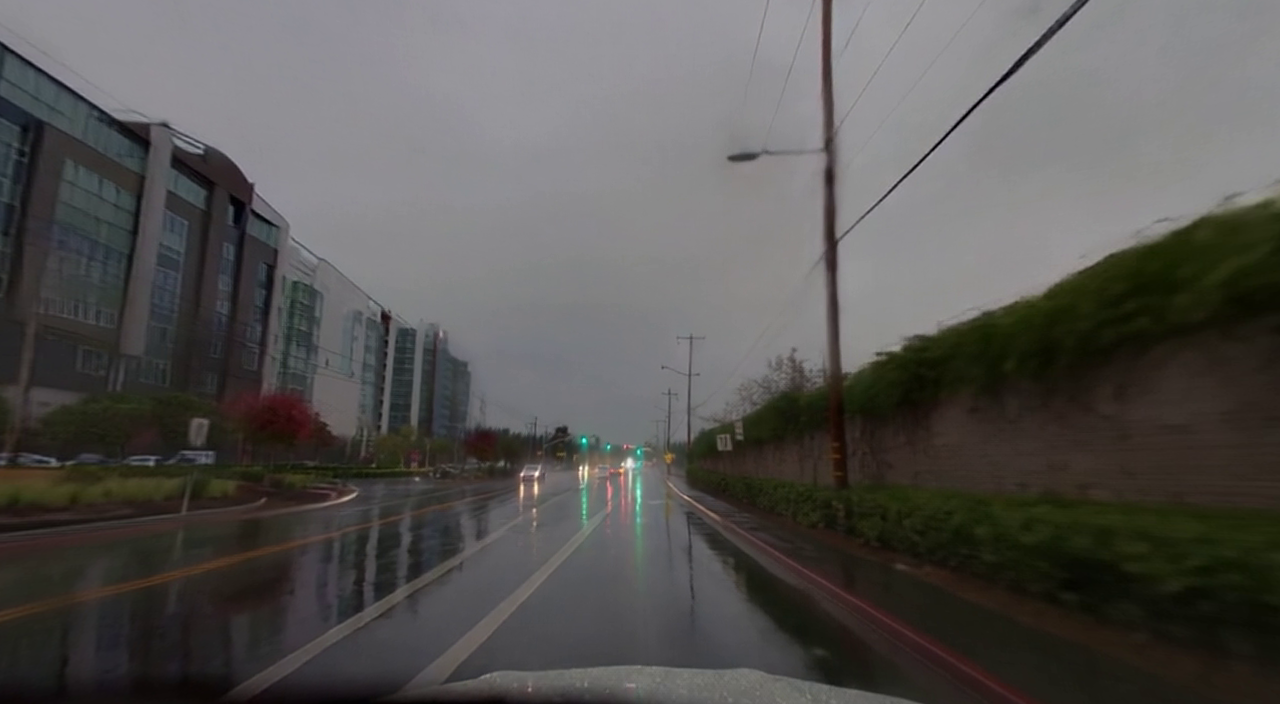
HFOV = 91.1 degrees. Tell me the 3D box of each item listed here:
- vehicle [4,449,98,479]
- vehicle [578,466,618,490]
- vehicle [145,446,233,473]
[{"bbox_3d":[-31.028,5.896,33.092,3.795,1.474,1.828,-3,-11,18],"label":"vehicle"},{"bbox_3d":[-3.052,9.312,46.621,2.067,1.629,3.858,-2,-11,11],"label":"vehicle"},{"bbox_3d":[-35.612,8.561,49.834,2.033,1.959,5.294,-3,-11,19],"label":"vehicle"}]
